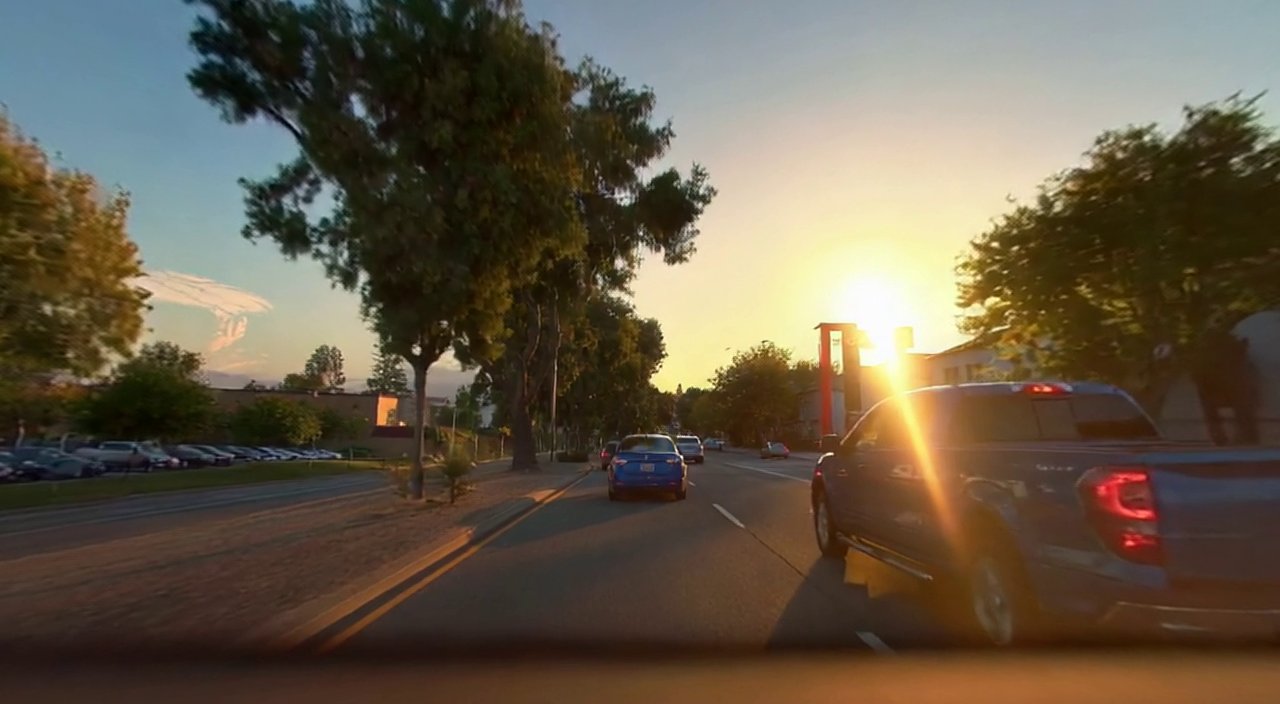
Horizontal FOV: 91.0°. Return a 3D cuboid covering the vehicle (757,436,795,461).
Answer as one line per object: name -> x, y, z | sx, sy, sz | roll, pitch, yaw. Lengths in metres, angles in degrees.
vehicle -> 9.140, 6.539, 42.595 | 2.091, 1.612, 4.121 | -1, -9, 6

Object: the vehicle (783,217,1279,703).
vehicle -> 3.295, 0.998, 5.162 | 2.731, 2.101, 6.047 | 0, -9, -1

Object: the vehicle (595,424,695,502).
vehicle -> 0.096, 2.692, 15.587 | 2.145, 1.650, 4.021 | 0, -9, 0

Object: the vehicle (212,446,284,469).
vehicle -> -28.191, 7.594, 45.320 | 3.894, 1.527, 1.872 | -1, -10, -1

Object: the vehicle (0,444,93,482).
vehicle -> -27.625, 4.964, 28.282 | 4.225, 1.555, 1.852 | 1, -8, -2

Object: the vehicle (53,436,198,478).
vehicle -> -32.285, 6.644, 40.049 | 2.664, 2.215, 7.903 | -3, -9, -1
